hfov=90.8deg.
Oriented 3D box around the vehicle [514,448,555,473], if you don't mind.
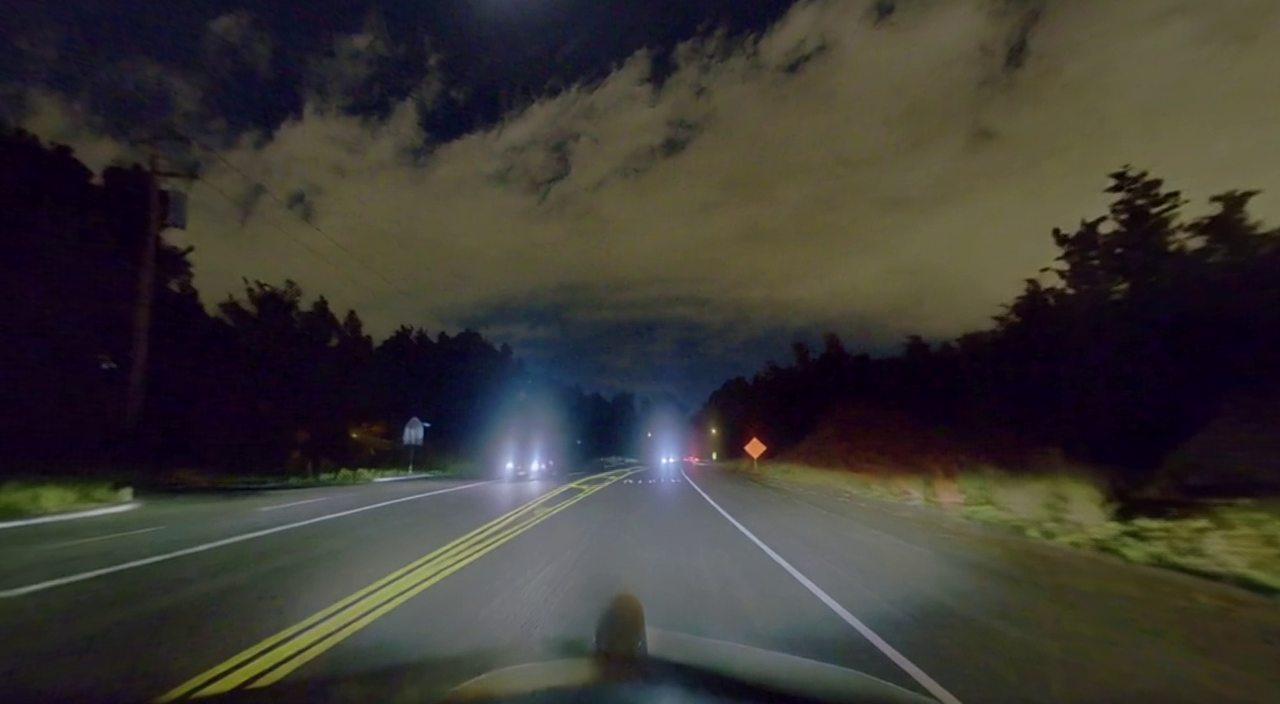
[{"bbox_3d":[-7.298,7.525,44.106,2.056,1.677,4.282,0,-9,2],"label":"vehicle"}]
